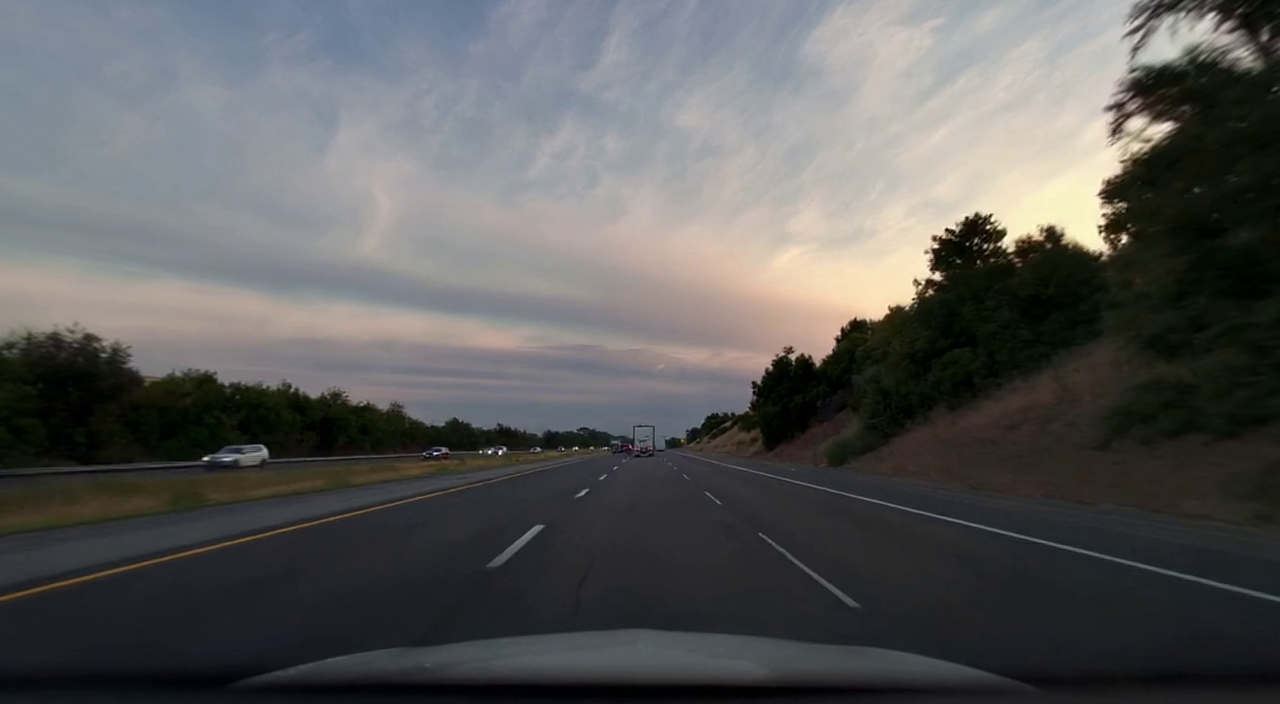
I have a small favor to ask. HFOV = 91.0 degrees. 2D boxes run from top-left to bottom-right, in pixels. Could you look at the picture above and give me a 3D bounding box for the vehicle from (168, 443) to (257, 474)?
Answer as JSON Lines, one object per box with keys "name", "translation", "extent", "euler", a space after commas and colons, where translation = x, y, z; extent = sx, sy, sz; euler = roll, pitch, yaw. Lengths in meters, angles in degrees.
{"name": "vehicle", "translation": [-29.024, 7.243, 43.038], "extent": [2.151, 1.953, 5.547], "euler": [0, -9, 1]}
